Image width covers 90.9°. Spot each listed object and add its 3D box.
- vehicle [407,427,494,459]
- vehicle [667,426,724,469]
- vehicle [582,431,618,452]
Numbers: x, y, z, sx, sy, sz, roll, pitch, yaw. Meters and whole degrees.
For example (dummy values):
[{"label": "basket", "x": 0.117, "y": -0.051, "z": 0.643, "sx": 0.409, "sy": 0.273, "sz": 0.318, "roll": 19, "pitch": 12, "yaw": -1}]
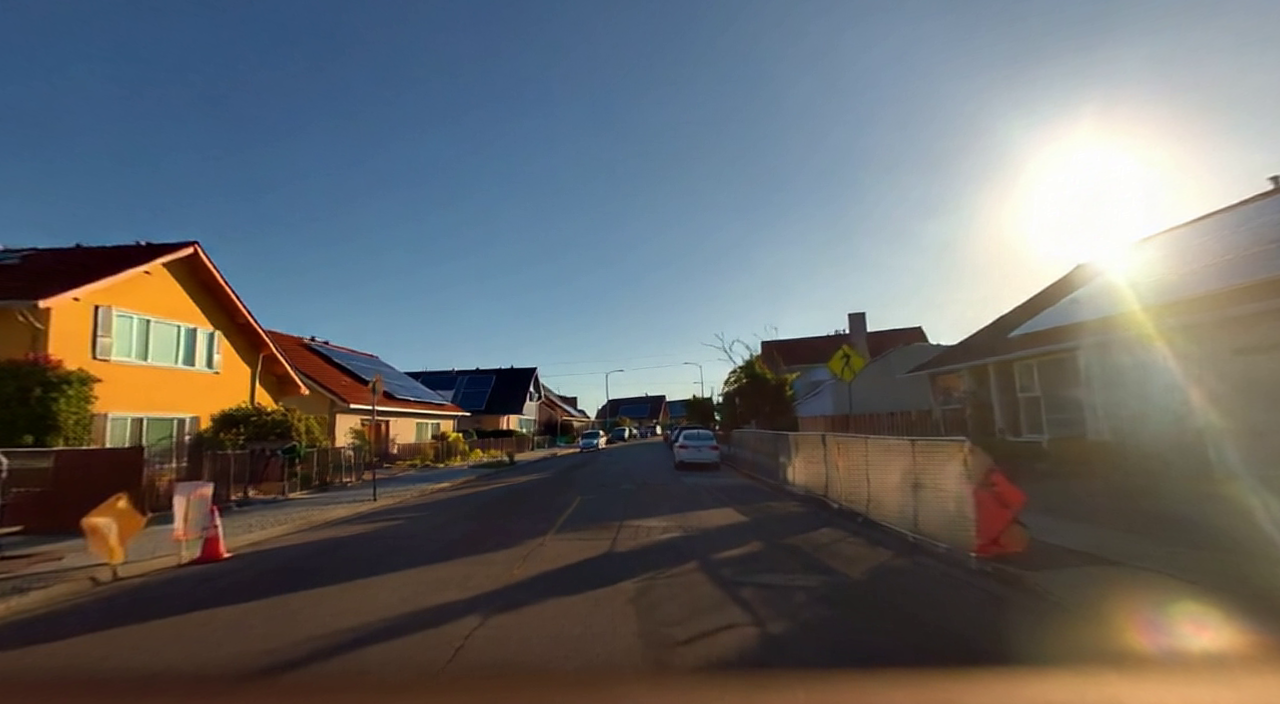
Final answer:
[{"label": "vehicle", "x": -10.763, "y": 5.191, "z": 35.909, "sx": 4.205, "sy": 1.745, "sz": 2.121, "roll": -1, "pitch": -8, "yaw": 4}, {"label": "vehicle", "x": 2.058, "y": 3.638, "z": 24.203, "sx": 1.998, "sy": 1.494, "sz": 3.927, "roll": 0, "pitch": -8, "yaw": 3}, {"label": "vehicle", "x": -2.853, "y": 6.553, "z": 46.293, "sx": 1.972, "sy": 1.499, "sz": 4.191, "roll": -1, "pitch": -8, "yaw": 6}]
